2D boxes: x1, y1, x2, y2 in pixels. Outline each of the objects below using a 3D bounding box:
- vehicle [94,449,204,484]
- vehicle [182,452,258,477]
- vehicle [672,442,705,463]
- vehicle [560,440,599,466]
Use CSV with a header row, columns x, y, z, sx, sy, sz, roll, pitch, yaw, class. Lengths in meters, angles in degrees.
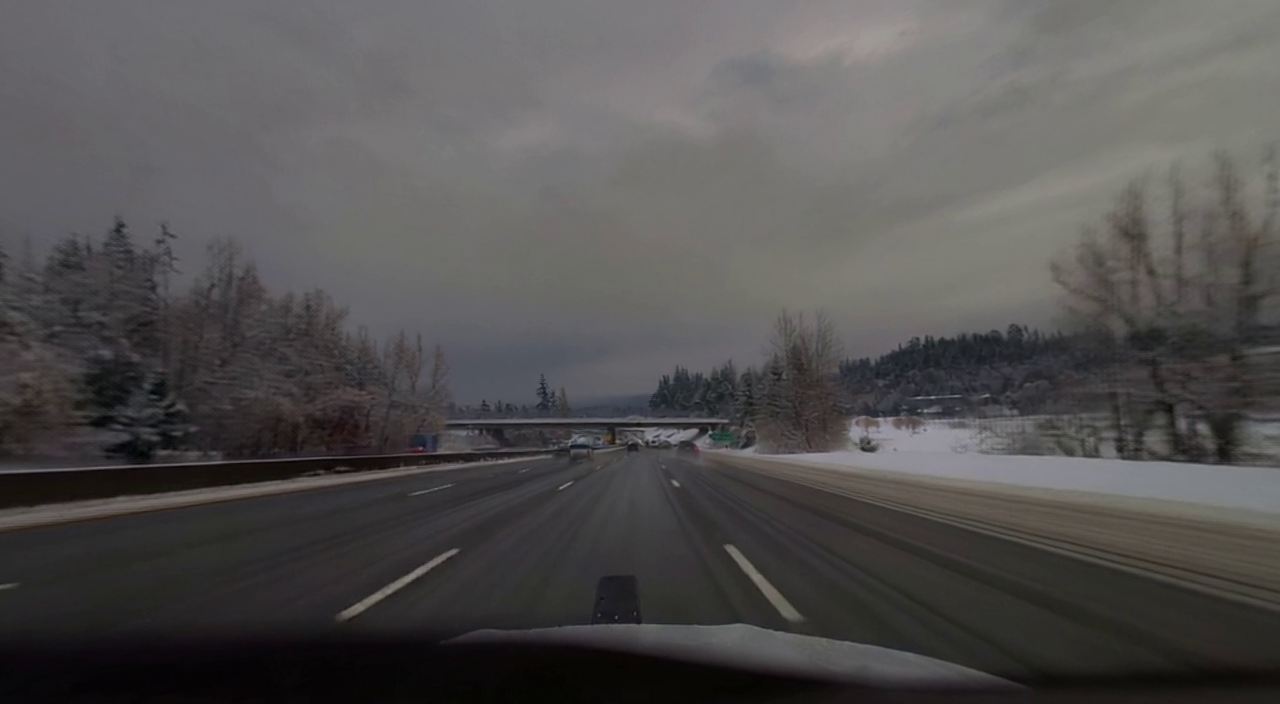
x,y,z,sx,sy,sz,roll,pitch,yaw,class
-23.818,5.520,30.876,1.860,1.566,4.315,0,-9,0,vehicle
-27.236,7.302,41.164,1.804,1.461,4.501,0,-9,0,vehicle
3.478,7.293,45.870,1.967,1.475,4.080,0,-8,-1,vehicle
-4.184,7.075,44.386,2.179,1.693,4.204,0,-8,1,vehicle
